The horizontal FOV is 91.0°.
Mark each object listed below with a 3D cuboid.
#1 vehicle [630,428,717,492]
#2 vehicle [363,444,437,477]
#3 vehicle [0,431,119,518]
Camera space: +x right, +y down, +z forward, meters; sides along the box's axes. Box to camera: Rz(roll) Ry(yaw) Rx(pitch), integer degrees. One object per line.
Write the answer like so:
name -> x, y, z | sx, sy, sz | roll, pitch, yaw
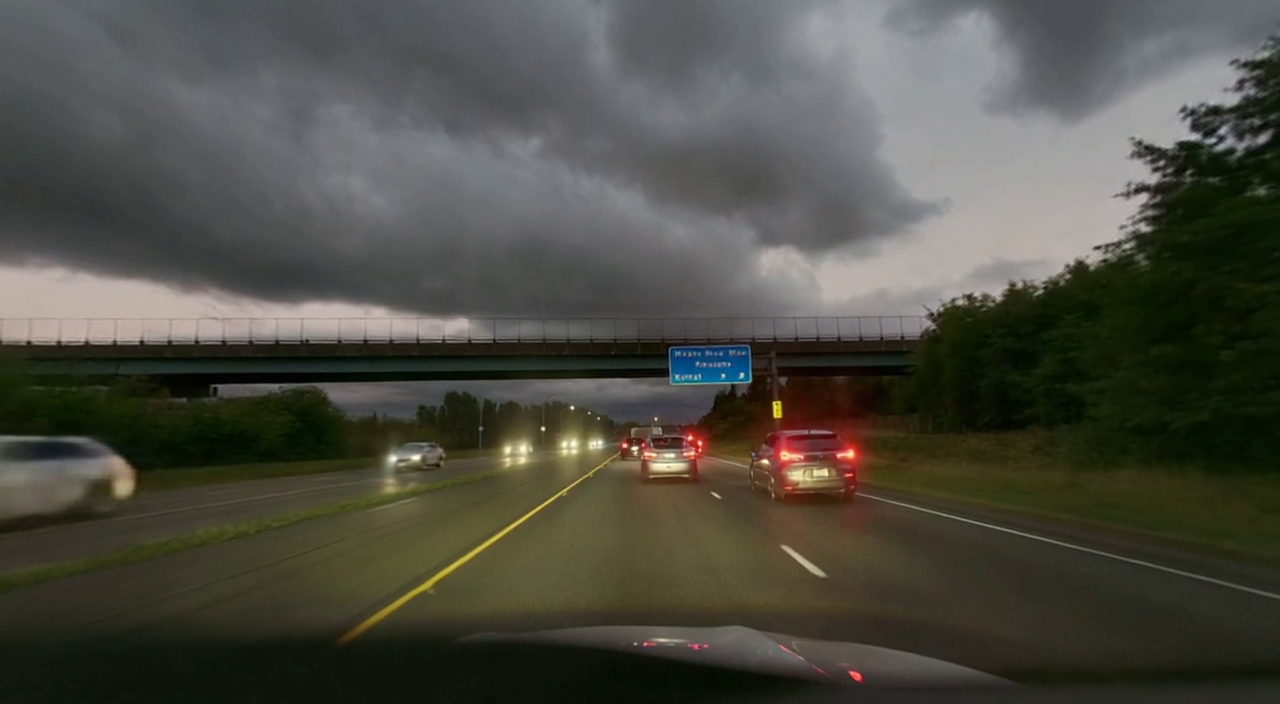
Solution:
vehicle -> 0.842, 3.105, 18.511 | 2.092, 1.636, 4.024 | 0, -8, -4
vehicle -> -11.709, 5.289, 31.033 | 1.925, 1.458, 4.438 | 0, -8, 0
vehicle -> -14.999, 2.663, 13.668 | 2.454, 1.868, 5.753 | -1, -8, 0
